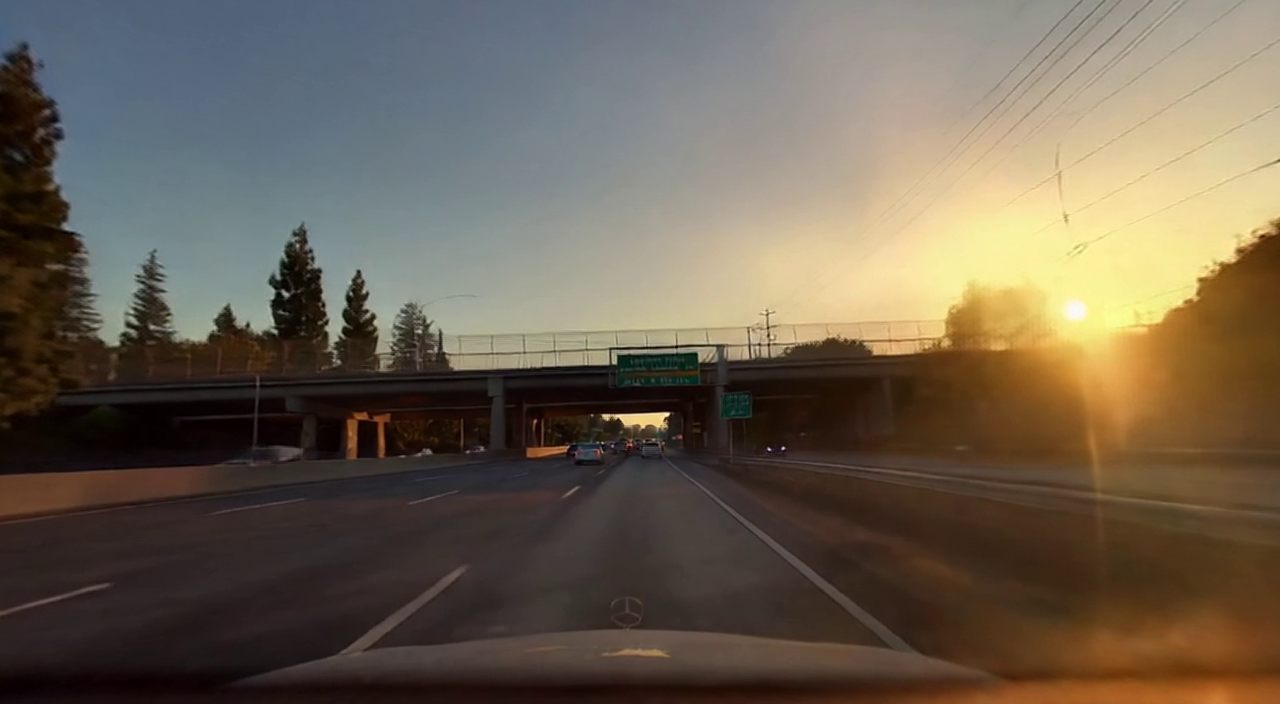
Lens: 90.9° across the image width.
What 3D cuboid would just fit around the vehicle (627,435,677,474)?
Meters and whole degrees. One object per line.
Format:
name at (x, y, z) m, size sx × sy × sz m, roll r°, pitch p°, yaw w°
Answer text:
vehicle at (0.535, 4.783, 29.600) m, size 2.152 × 1.697 × 4.066 m, roll 0°, pitch -8°, yaw 0°

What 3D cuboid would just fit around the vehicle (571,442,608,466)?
vehicle at (-3.278, 6.783, 42.129) m, size 2.056 × 1.464 × 4.564 m, roll 0°, pitch -8°, yaw 1°

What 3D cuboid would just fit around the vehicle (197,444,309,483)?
vehicle at (-17.134, 4.932, 28.270) m, size 1.903 × 1.538 × 4.866 m, roll 0°, pitch -8°, yaw 0°
